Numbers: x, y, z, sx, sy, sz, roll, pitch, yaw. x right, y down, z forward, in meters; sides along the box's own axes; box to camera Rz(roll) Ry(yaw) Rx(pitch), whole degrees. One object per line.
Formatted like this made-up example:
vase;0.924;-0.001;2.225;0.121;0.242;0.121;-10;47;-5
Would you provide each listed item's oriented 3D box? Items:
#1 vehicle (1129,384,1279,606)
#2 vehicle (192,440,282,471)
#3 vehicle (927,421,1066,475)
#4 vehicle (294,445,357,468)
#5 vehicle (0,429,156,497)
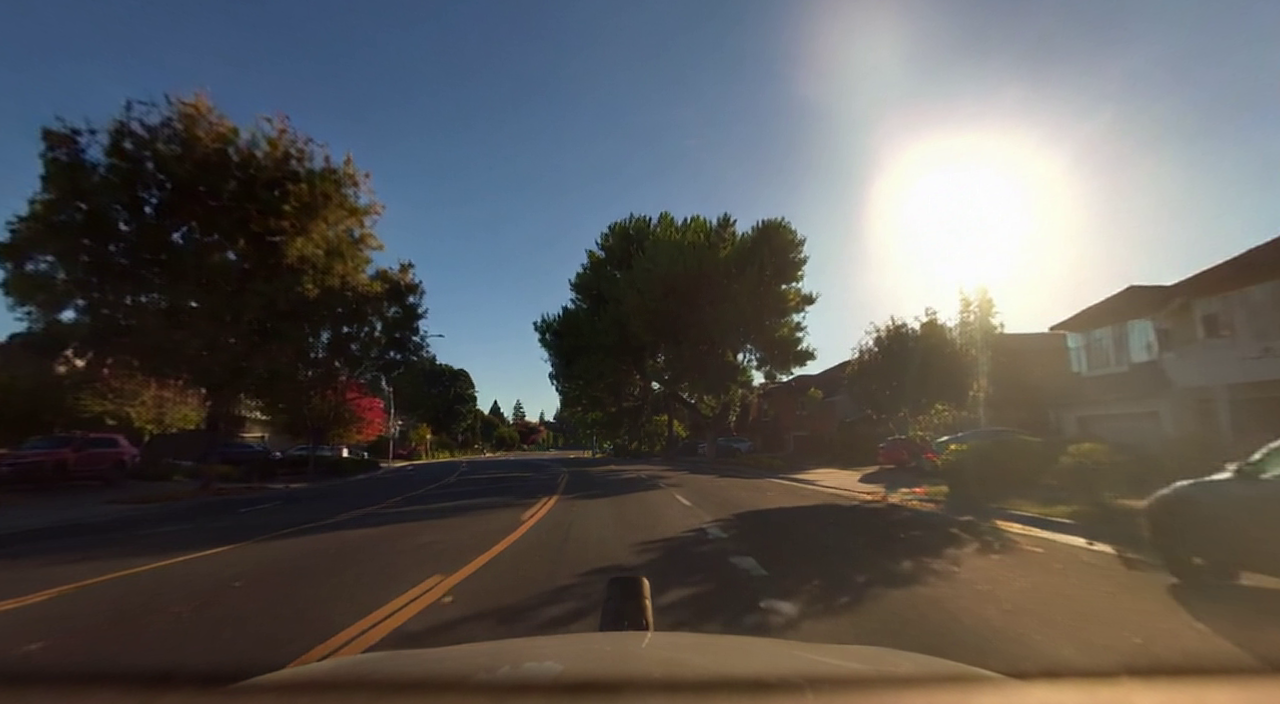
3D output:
vehicle;6.682;1.089;4.508;2.315;1.869;4.678;1;-9;-5
vehicle;-24.661;6.333;38.700;4.128;1.861;1.959;2;-9;-14
vehicle;14.155;3.828;25.246;4.350;2.047;1.841;0;-8;2
vehicle;-24.192;8.051;48.634;3.899;1.729;2.064;2;-9;-13
vehicle;-18.580;3.559;20.618;2.077;1.948;4.705;1;-9;-7
